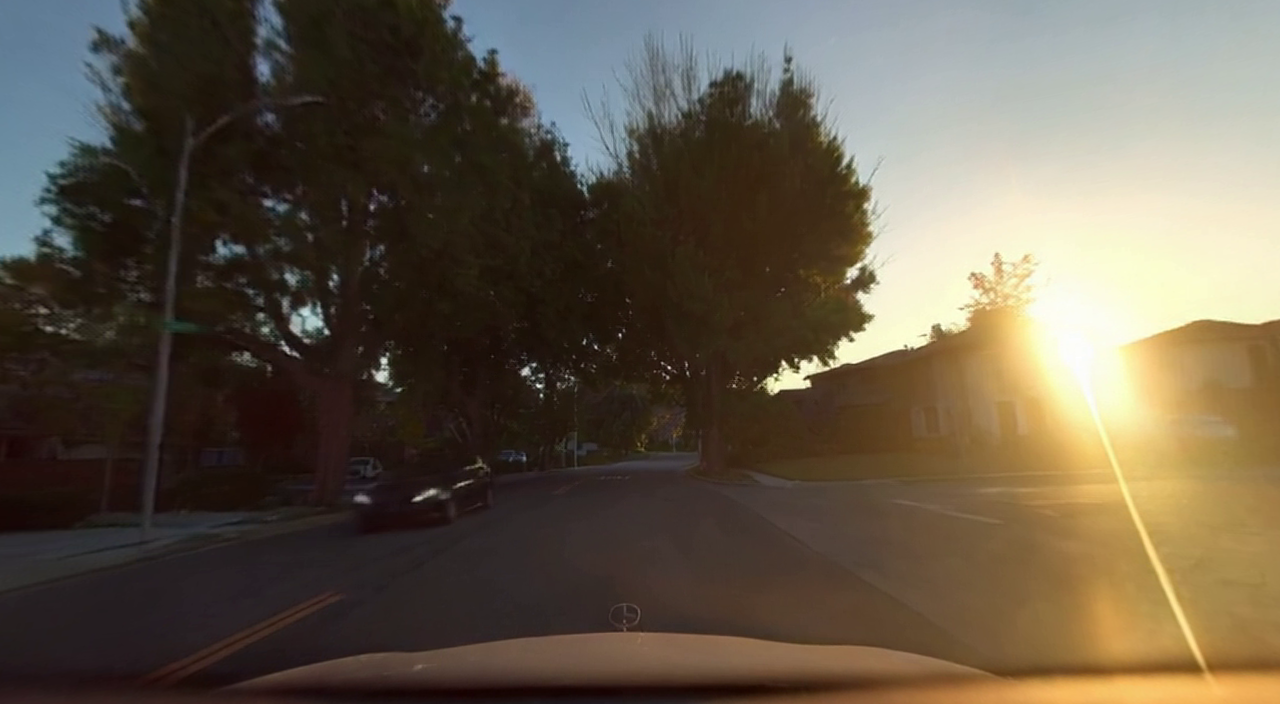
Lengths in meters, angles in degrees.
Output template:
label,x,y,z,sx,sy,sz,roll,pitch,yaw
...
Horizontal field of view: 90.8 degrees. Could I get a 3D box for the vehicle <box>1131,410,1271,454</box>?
label,x,y,z,sx,sy,sz,roll,pitch,yaw
vehicle,22.844,3.342,26.000,1.875,1.609,4.322,-1,-9,3

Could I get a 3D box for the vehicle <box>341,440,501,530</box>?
label,x,y,z,sx,sy,sz,roll,pitch,yaw
vehicle,-4.615,2.839,14.098,2.025,1.660,4.151,-1,-9,1
